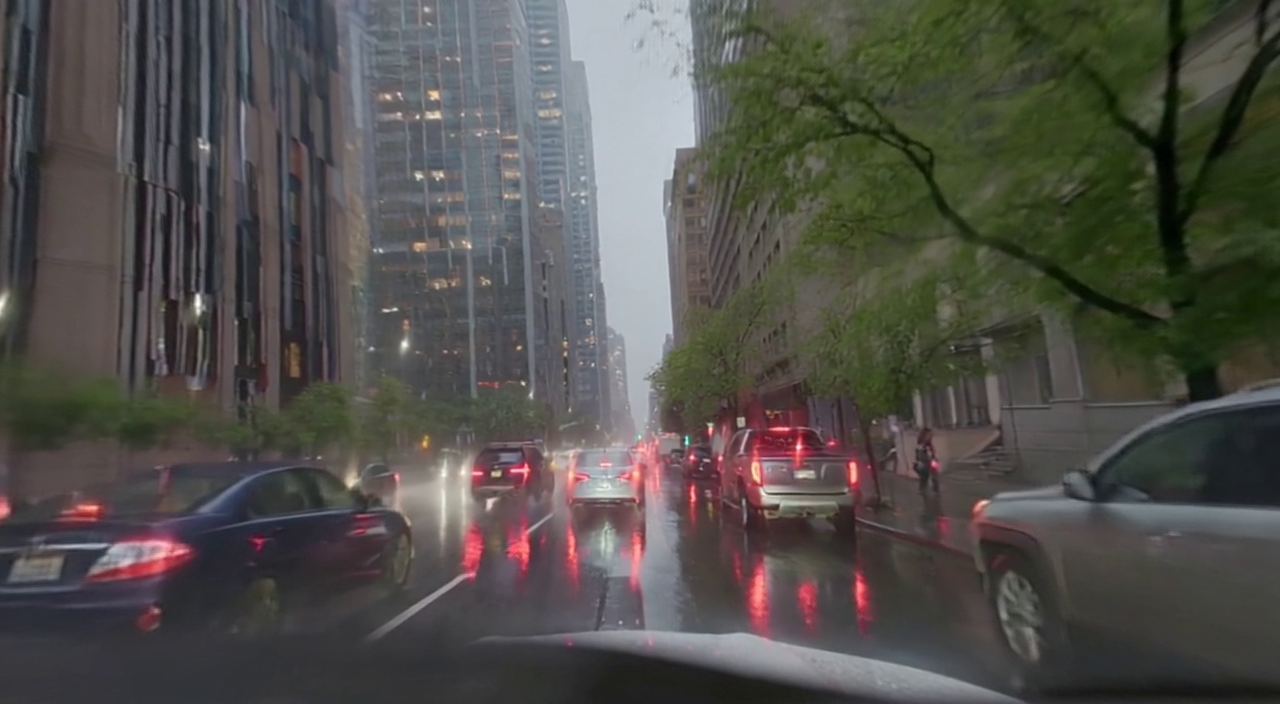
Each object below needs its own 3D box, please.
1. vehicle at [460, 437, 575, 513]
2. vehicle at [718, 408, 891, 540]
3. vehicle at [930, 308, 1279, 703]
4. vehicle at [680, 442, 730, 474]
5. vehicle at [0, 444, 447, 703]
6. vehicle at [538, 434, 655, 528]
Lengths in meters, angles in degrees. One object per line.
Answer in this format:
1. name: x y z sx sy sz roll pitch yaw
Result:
1. vehicle: -3.249 3.356 17.832 2.000 1.818 4.668 -1 -8 4
2. vehicle: 2.747 2.186 11.928 2.352 1.953 4.798 -1 -9 5
3. vehicle: 3.171 0.770 2.413 1.971 1.749 4.564 0 -8 1
4. vehicle: 3.219 5.299 31.977 2.065 1.461 4.181 0 -8 0
5. vehicle: -3.290 1.505 5.143 1.940 1.481 4.376 -1 -8 2
6. vehicle: -0.746 2.621 13.416 2.076 1.667 3.948 -1 -8 2
